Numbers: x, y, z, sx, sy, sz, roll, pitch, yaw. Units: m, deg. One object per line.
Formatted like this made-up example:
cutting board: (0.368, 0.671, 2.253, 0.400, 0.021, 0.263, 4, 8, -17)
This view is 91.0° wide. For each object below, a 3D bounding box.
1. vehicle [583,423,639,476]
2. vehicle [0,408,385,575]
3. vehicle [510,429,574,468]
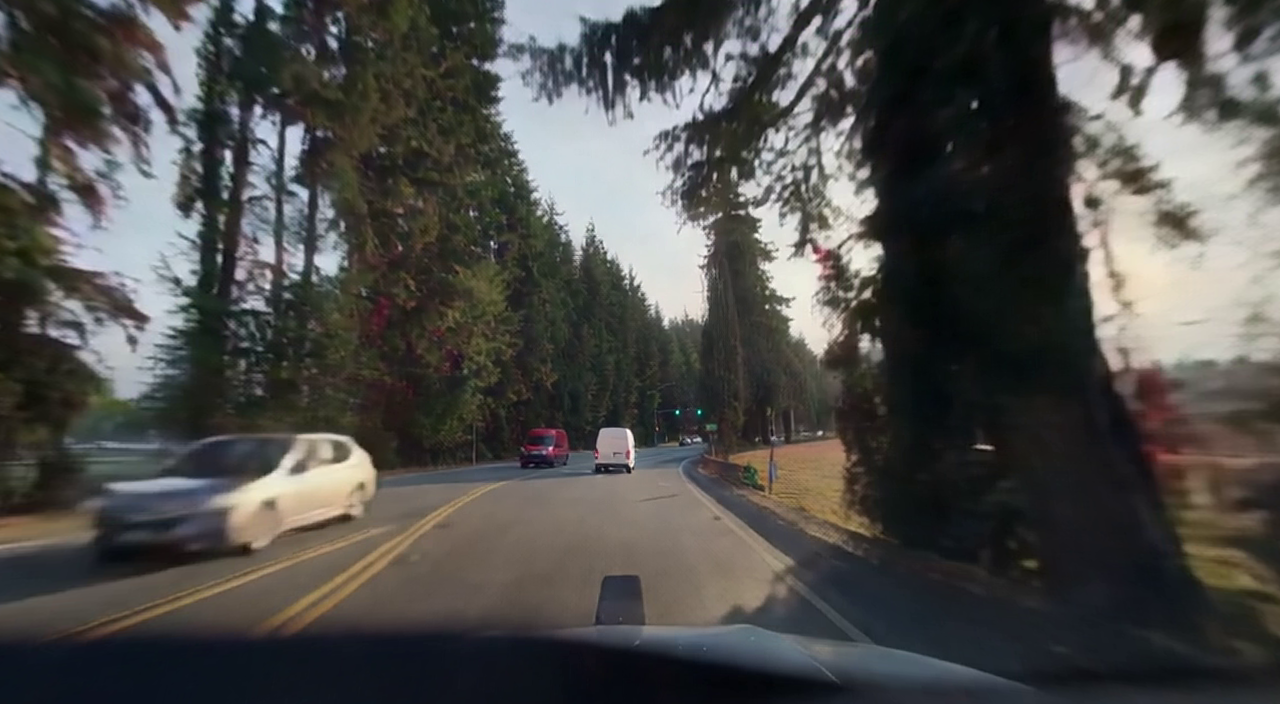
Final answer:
vehicle: (-1.221, 4.510, 29.205, 2.362, 2.185, 5.212, 0, -8, 0)
vehicle: (-5.476, 1.724, 8.585, 2.051, 1.648, 4.451, 0, -8, 1)
vehicle: (-5.335, 5.401, 35.208, 2.295, 1.981, 5.836, 0, -8, 4)
